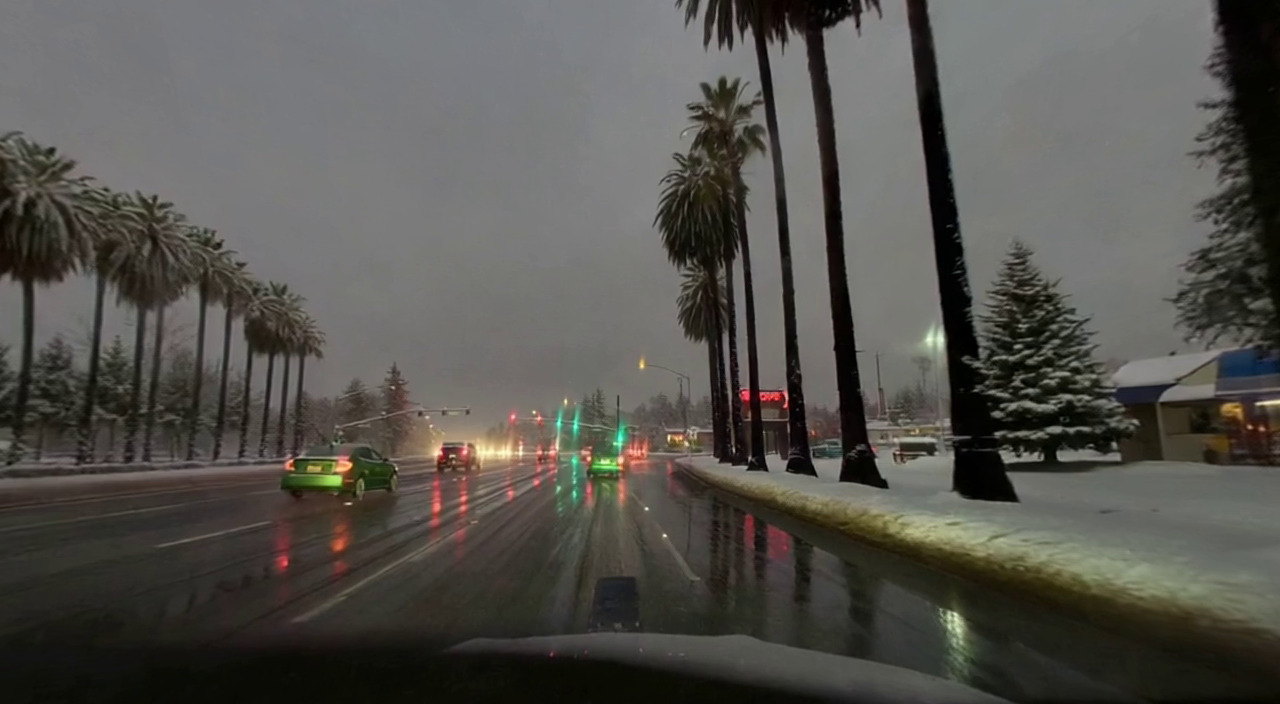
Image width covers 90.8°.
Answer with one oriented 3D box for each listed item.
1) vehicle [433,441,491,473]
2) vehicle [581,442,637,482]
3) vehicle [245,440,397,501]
[{"bbox_3d":[-9.921,5.863,35.590,2.108,1.669,5.076,1,-9,-4],"label":"vehicle"},{"bbox_3d":[-1.202,4.593,26.685,2.070,1.493,4.570,0,-9,1],"label":"vehicle"},{"bbox_3d":[-8.585,3.211,17.558,1.958,1.455,4.504,0,-9,-1],"label":"vehicle"}]
